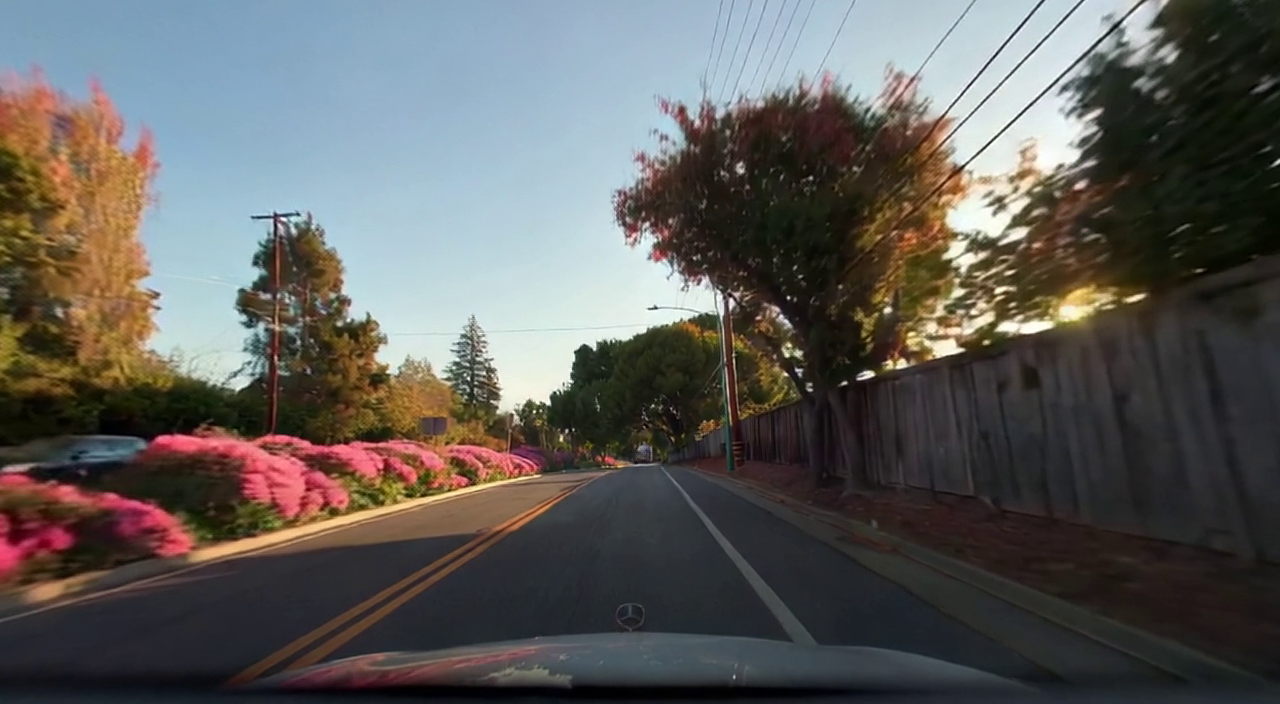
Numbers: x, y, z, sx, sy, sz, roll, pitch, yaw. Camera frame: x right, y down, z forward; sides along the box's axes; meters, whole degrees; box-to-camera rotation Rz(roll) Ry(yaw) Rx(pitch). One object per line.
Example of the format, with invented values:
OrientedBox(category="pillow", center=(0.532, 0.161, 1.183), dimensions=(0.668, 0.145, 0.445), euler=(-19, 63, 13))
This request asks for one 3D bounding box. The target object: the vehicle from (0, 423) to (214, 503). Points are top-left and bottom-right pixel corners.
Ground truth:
OrientedBox(category="vehicle", center=(-15.115, 3.023, 17.600), dimensions=(2.266, 1.851, 5.789), euler=(0, -9, 2))
